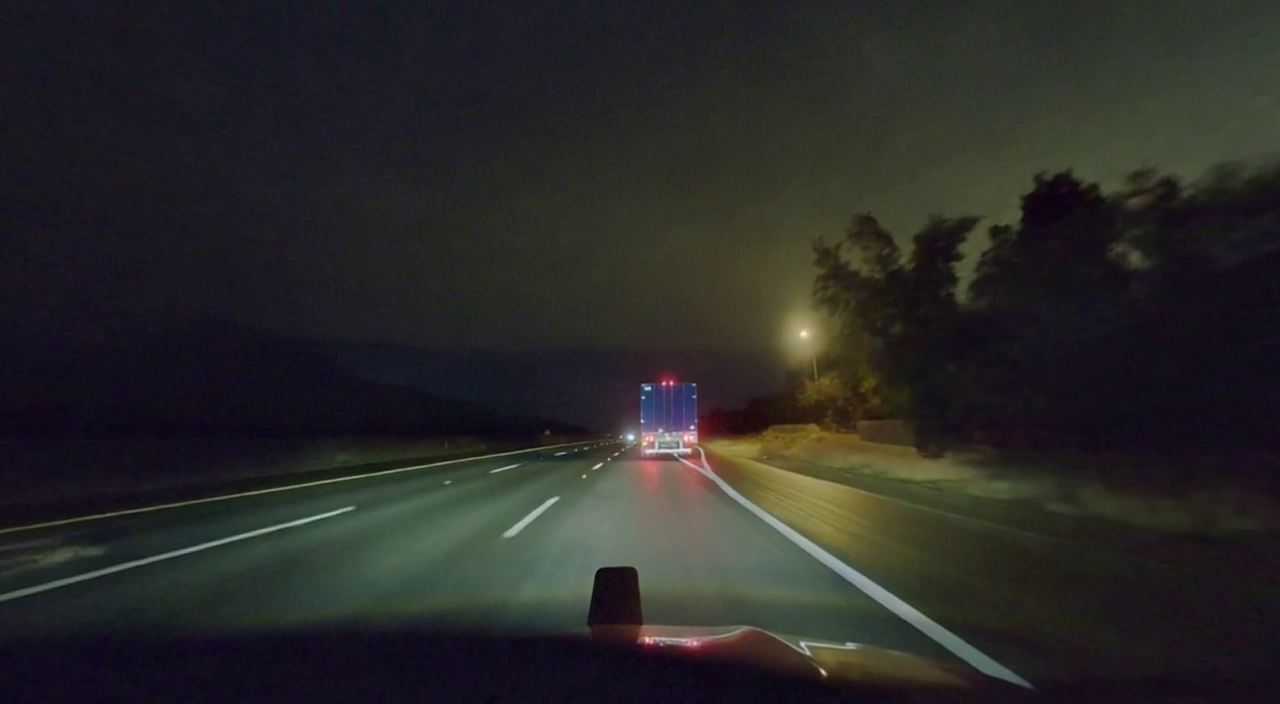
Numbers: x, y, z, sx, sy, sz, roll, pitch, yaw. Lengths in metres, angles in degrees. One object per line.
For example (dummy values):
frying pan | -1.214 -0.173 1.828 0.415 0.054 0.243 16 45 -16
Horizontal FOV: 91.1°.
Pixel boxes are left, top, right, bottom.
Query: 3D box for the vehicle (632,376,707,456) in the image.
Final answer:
vehicle | 1.517 3.785 35.414 3.446 3.698 12.089 -1 -8 1
